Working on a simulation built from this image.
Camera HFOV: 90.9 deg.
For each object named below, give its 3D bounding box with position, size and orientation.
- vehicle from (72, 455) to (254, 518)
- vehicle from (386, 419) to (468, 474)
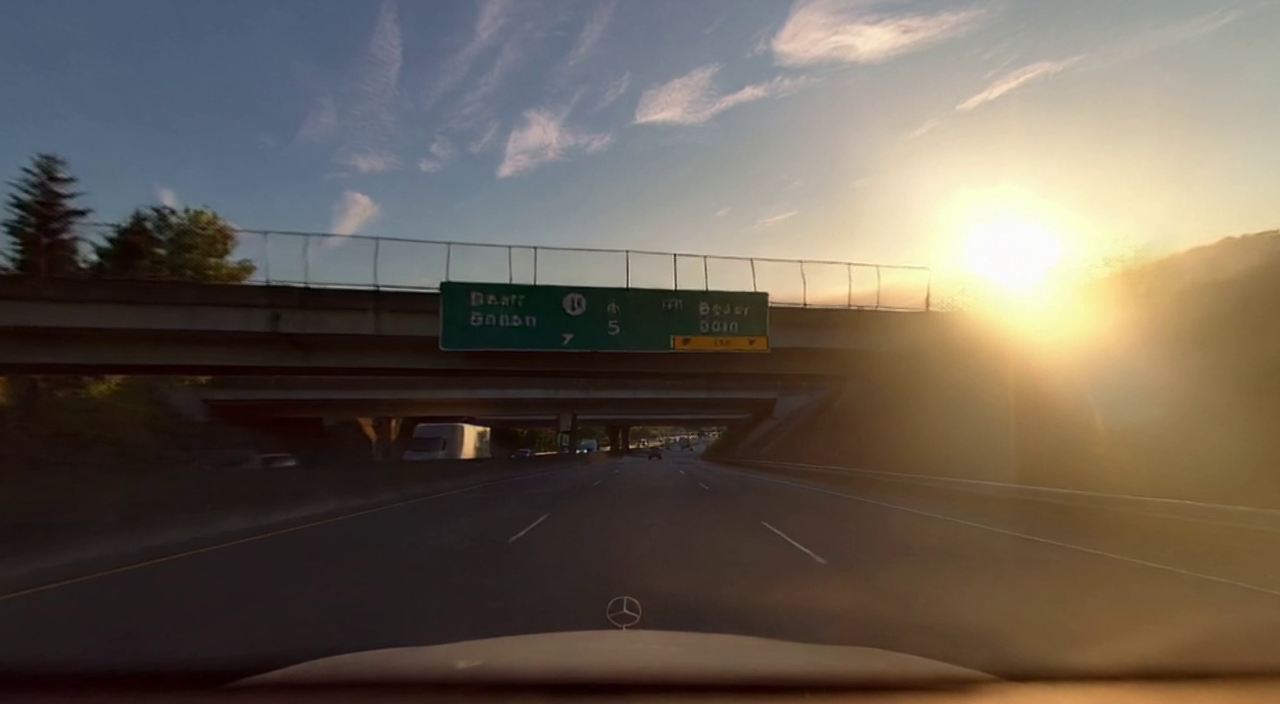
[{"bbox_3d":[-12.751,3.584,17.226,1.868,1.451,3.891,0,-9,1],"label":"vehicle"},{"bbox_3d":[-16.459,7.455,49.643,2.898,3.875,9.397,0,-9,1],"label":"vehicle"}]
